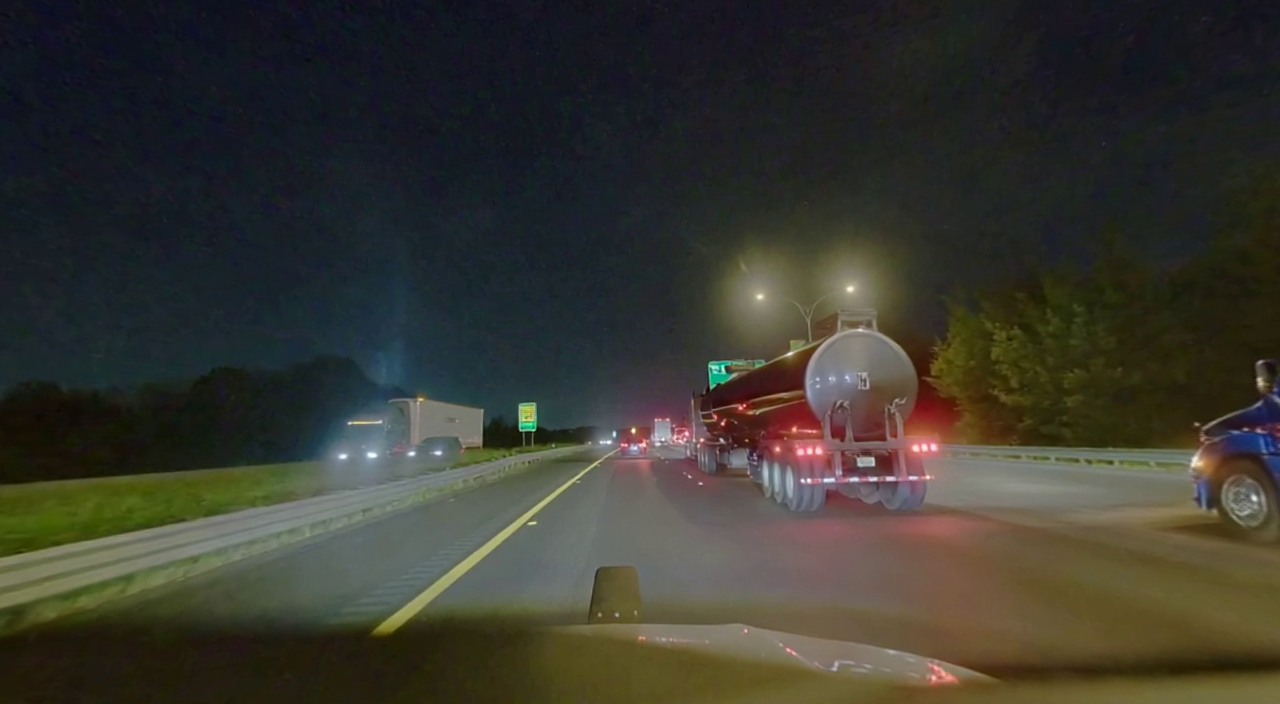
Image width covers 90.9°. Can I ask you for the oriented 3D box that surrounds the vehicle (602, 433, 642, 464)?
[{"bbox_3d":[-0.909,5.029,32.942,2.000,1.510,3.518,0,-8,-1],"label":"vehicle"}]

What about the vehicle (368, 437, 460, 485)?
[{"bbox_3d":[-8.831,4.255,25.094,1.991,1.712,4.495,0,-8,-1],"label":"vehicle"}]

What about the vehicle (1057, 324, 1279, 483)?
[{"bbox_3d":[17.223,1.602,18.263,2.722,4.038,8.781,2,-8,-14],"label":"vehicle"}]

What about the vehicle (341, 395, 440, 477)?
[{"bbox_3d":[-13.273,4.550,34.185,3.003,4.019,5.876,0,-8,-1],"label":"vehicle"}]

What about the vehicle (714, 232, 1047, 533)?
[{"bbox_3d":[3.601,0.965,12.771,2.826,3.905,9.262,0,-8,-2],"label":"vehicle"}]
